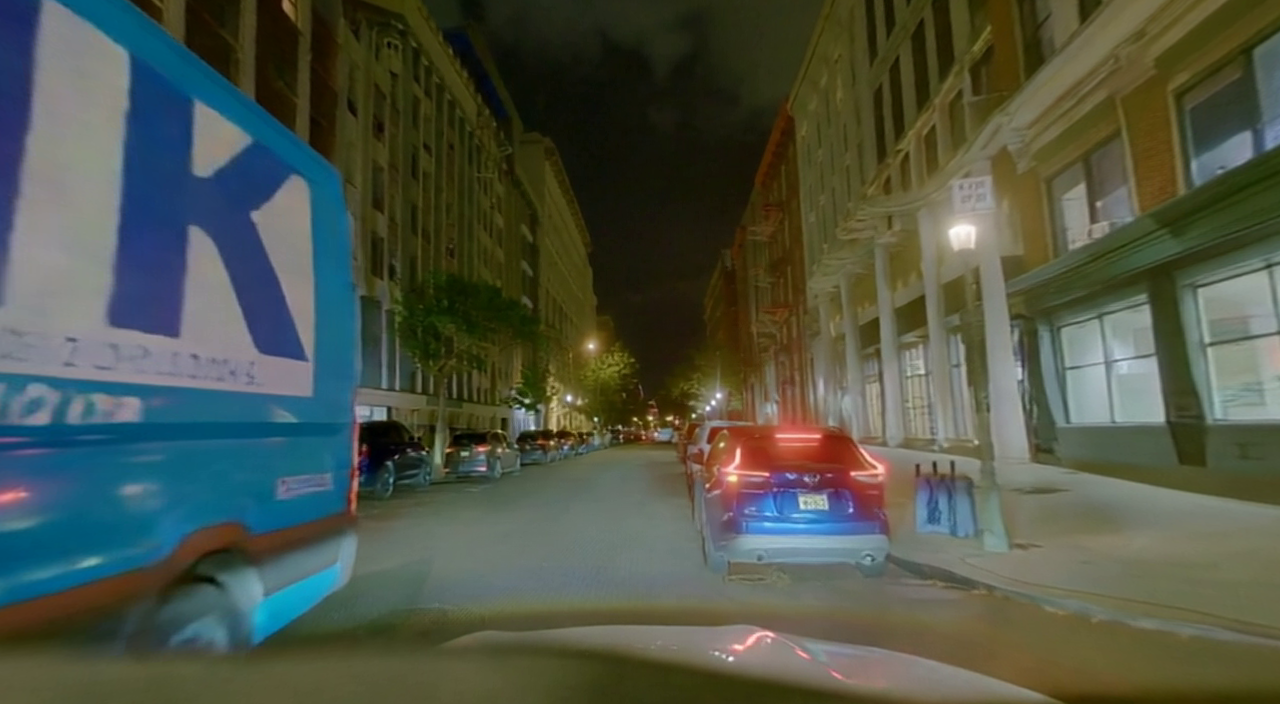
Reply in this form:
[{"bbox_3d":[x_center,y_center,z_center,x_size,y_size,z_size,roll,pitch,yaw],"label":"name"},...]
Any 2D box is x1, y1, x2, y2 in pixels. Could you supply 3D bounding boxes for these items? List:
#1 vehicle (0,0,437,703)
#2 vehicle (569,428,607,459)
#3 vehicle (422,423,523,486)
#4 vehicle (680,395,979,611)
[{"bbox_3d":[-3.071,-0.103,1.473,2.558,3.014,7.101,-1,-9,2],"label":"vehicle"},{"bbox_3d":[-3.615,6.384,44.307,2.027,1.640,4.444,1,-3,3],"label":"vehicle"},{"bbox_3d":[-4.978,3.039,19.324,1.867,1.519,3.920,1,-4,2],"label":"vehicle"},{"bbox_3d":[1.461,1.360,6.767,1.925,1.481,4.653,-1,-8,2],"label":"vehicle"}]
